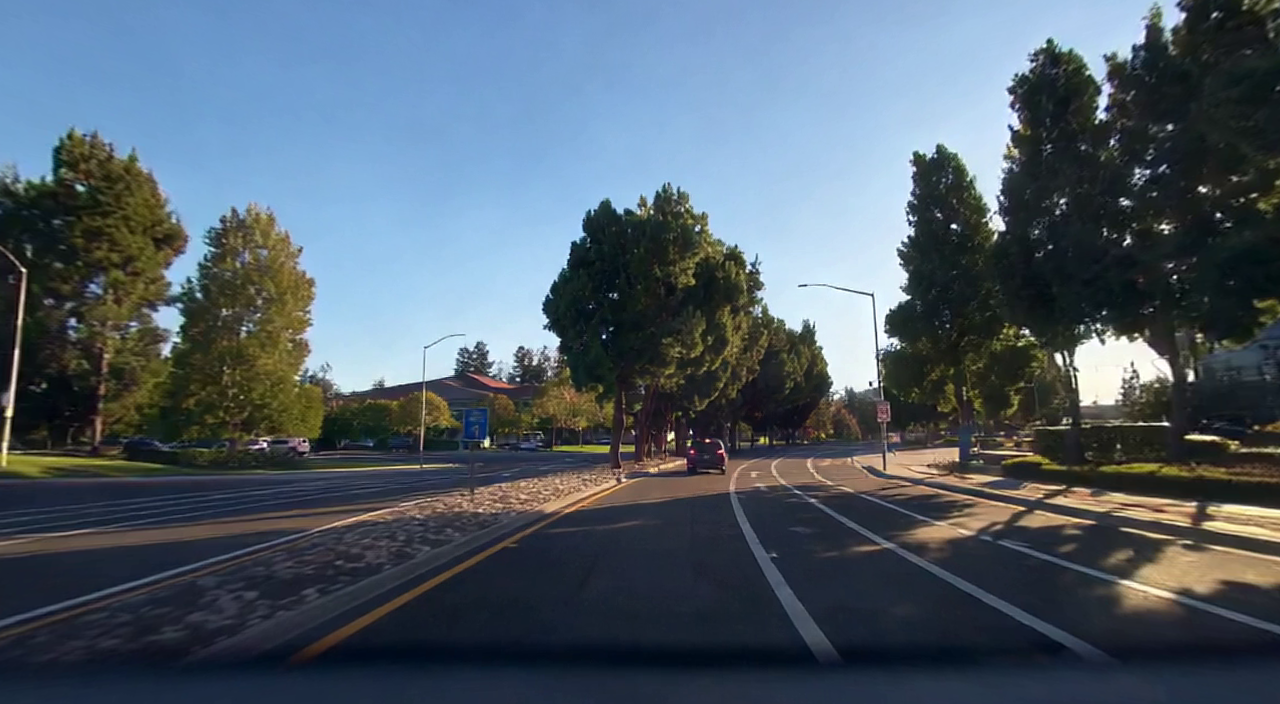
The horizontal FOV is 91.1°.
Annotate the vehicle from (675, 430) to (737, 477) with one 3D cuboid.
[{"bbox_3d":[3.151,4.616,28.873,2.371,1.926,5.615,-1,-9,10],"label":"vehicle"}]
